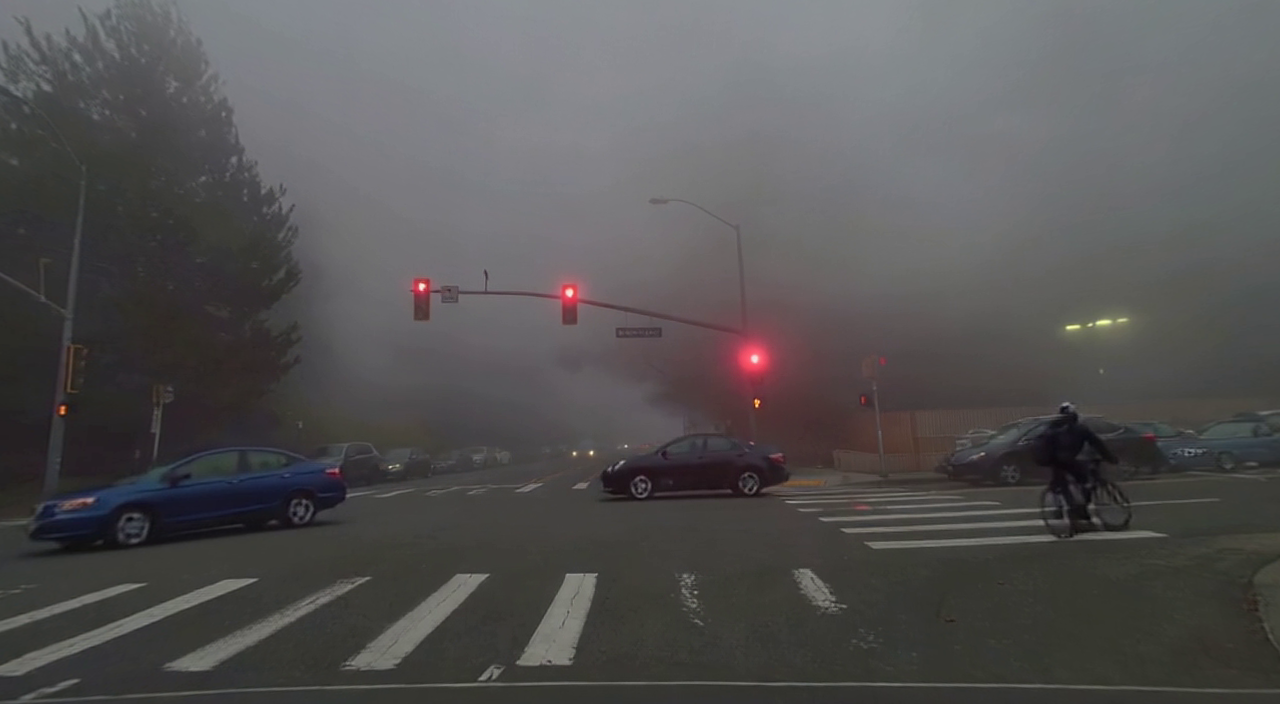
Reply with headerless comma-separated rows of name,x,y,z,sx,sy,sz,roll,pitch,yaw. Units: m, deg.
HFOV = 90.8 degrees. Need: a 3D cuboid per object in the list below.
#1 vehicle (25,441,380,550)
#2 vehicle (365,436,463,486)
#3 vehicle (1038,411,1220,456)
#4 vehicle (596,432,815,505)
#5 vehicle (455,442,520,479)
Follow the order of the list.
vehicle,-7.017,2.236,10.570,4.533,1.419,1.755,8,-12,-42
vehicle,-10.167,4.952,29.055,2.475,1.940,5.702,-3,-9,0
vehicle,16.899,2.904,22.135,4.560,1.453,1.851,-3,-9,18
vehicle,1.329,2.509,13.700,4.385,1.419,1.855,-1,-9,2
vehicle,-6.977,4.990,29.319,2.024,1.470,4.153,-3,-9,-1
